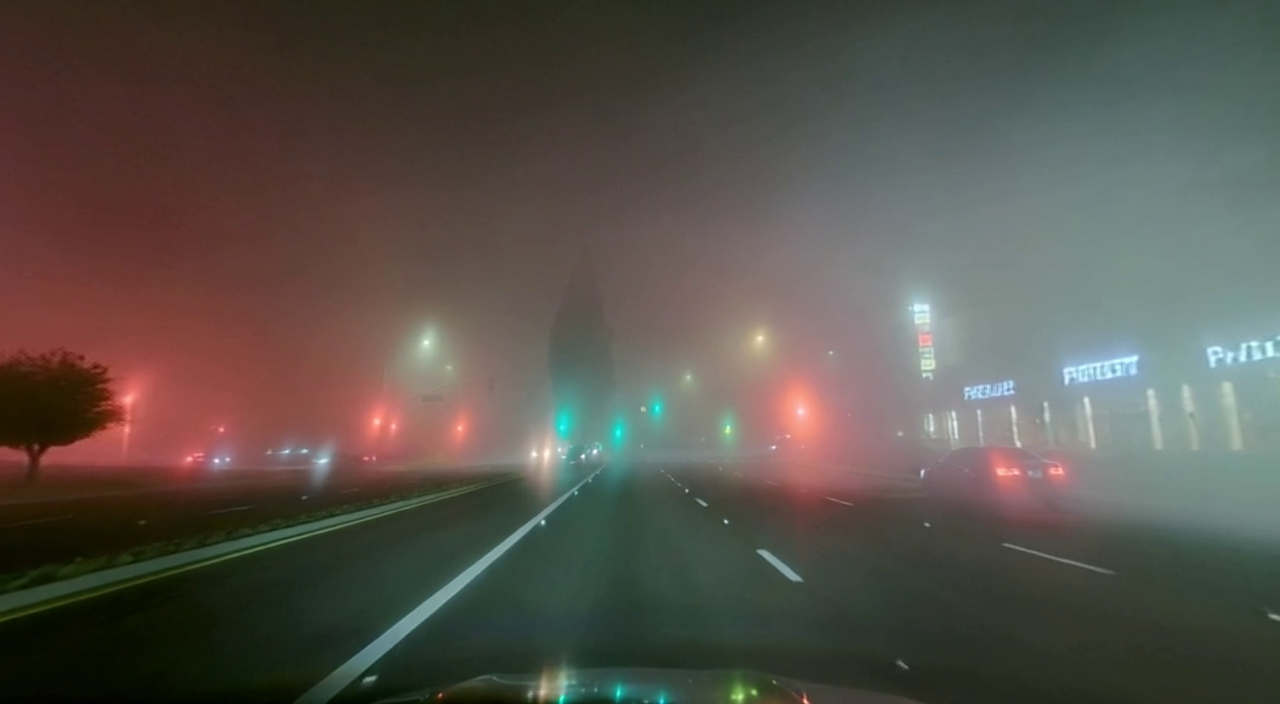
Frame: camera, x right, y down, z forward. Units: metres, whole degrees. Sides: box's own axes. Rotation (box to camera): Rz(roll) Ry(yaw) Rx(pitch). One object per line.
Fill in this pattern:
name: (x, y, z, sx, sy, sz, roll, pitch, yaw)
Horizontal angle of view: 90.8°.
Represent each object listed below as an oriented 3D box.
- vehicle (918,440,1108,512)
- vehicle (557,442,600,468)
vehicle: (8.632, 2.877, 15.171, 1.936, 1.460, 4.258, 0, -8, 0)
vehicle: (-3.705, 6.364, 39.087, 2.121, 1.481, 4.708, 0, -8, 1)
